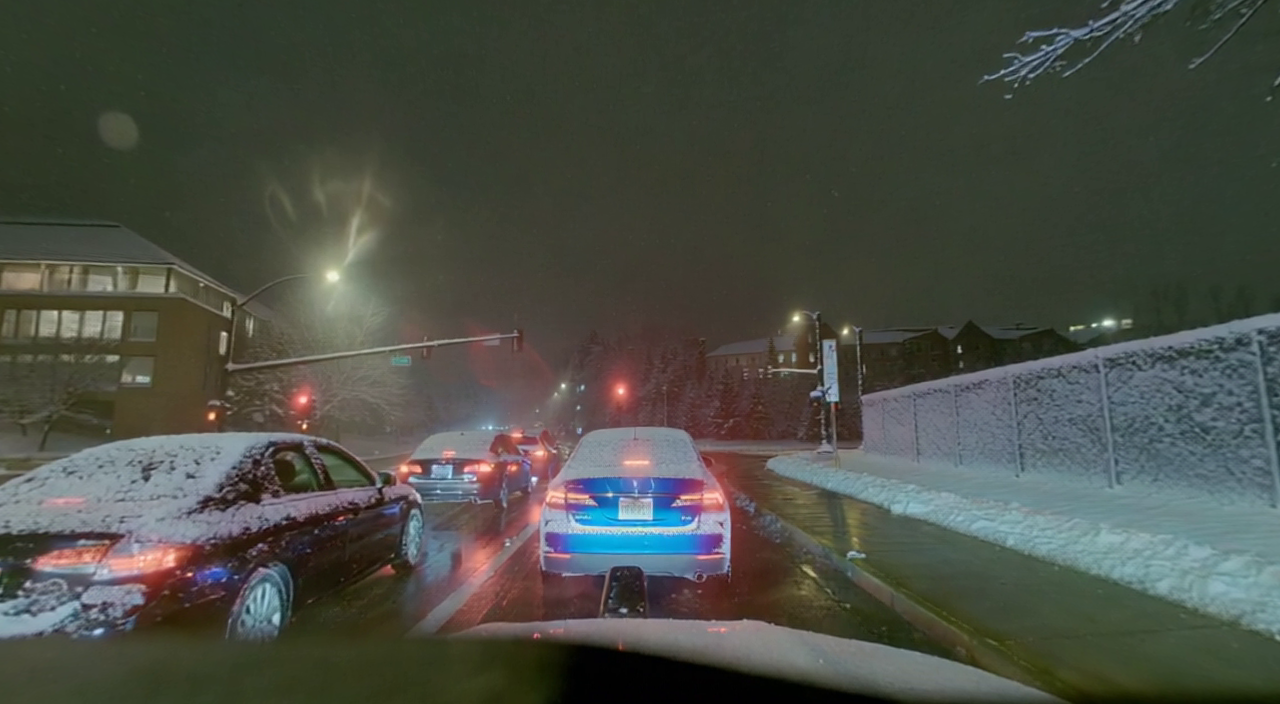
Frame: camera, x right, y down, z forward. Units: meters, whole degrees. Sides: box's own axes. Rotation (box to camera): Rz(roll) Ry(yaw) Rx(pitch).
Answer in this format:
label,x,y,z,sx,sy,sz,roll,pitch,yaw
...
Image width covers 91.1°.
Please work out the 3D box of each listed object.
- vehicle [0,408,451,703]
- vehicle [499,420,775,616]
label,x,y,z,sx,sy,sz,roll,pitch,yaw
vehicle,-3.209,1.318,4.861,1.971,1.488,4.581,0,-9,1
vehicle,-0.016,1.602,6.989,2.144,1.514,4.063,0,-9,0
